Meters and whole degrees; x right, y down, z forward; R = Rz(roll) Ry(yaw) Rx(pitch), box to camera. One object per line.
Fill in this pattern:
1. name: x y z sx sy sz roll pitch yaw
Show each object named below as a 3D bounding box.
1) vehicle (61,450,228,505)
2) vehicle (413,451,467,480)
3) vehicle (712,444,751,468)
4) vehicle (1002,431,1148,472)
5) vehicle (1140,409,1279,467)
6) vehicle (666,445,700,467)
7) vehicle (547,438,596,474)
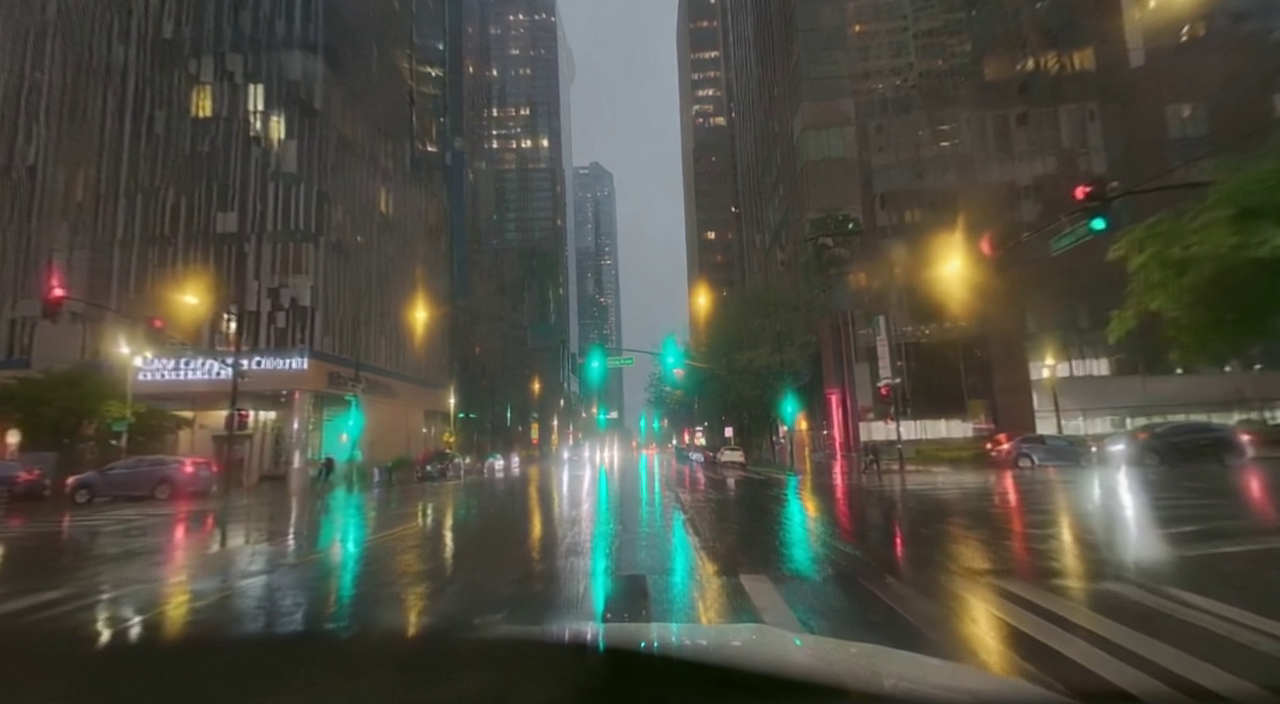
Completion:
1. vehicle: -21.561 5.449 27.642 5.283 1.959 2.453 -3 -8 -1
2. vehicle: -12.676 7.199 40.178 2.118 1.644 4.188 0 -8 -1
3. vehicle: 6.045 6.951 42.302 1.882 1.479 4.652 0 -8 0
4. vehicle: 17.080 3.919 24.894 4.293 1.495 1.935 0 -8 -1
5. vehicle: 20.123 2.884 21.093 4.827 1.817 2.190 0 -8 0
6. vehicle: 2.750 6.773 41.197 1.919 1.371 3.583 0 -8 -1
7. vehicle: -3.840 5.918 35.857 2.176 1.804 4.740 -3 -9 0
